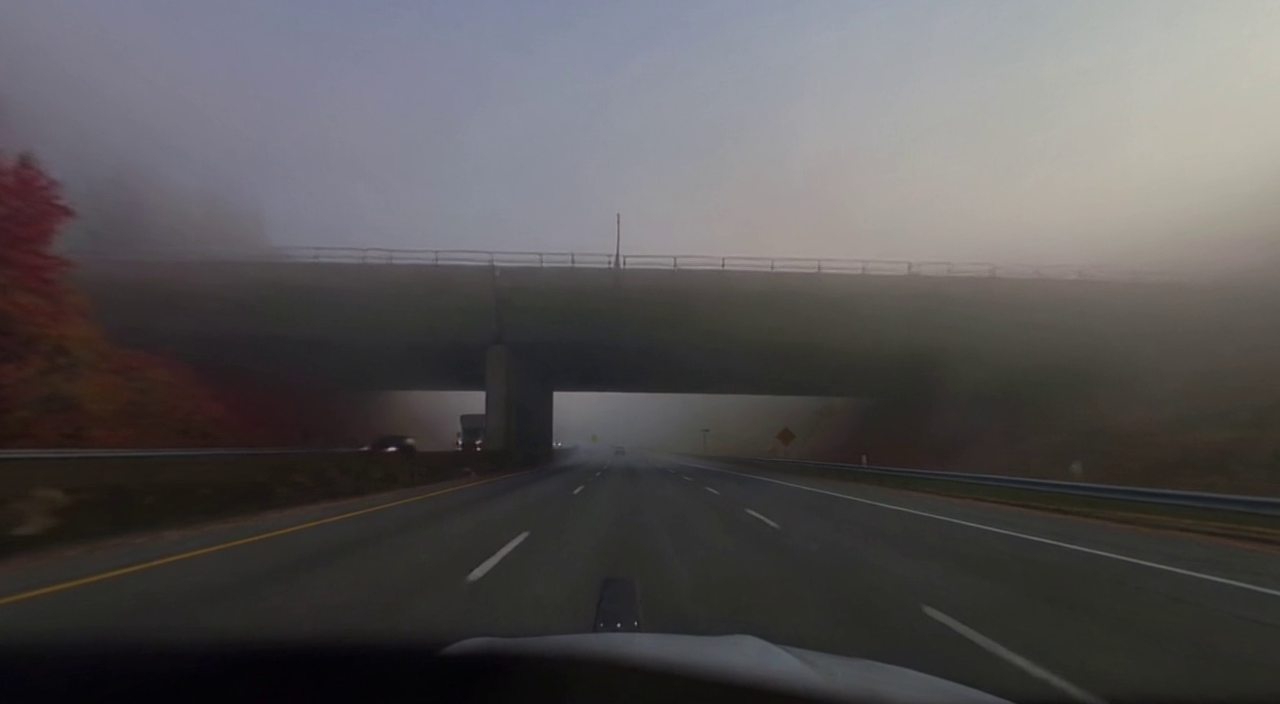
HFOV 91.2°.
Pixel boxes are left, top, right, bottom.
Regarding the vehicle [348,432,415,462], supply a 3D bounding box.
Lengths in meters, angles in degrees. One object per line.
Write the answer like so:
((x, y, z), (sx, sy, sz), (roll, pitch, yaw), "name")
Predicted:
((-13.793, 5.100, 33.640), (1.863, 1.504, 4.065), (0, -9, 0), "vehicle")
